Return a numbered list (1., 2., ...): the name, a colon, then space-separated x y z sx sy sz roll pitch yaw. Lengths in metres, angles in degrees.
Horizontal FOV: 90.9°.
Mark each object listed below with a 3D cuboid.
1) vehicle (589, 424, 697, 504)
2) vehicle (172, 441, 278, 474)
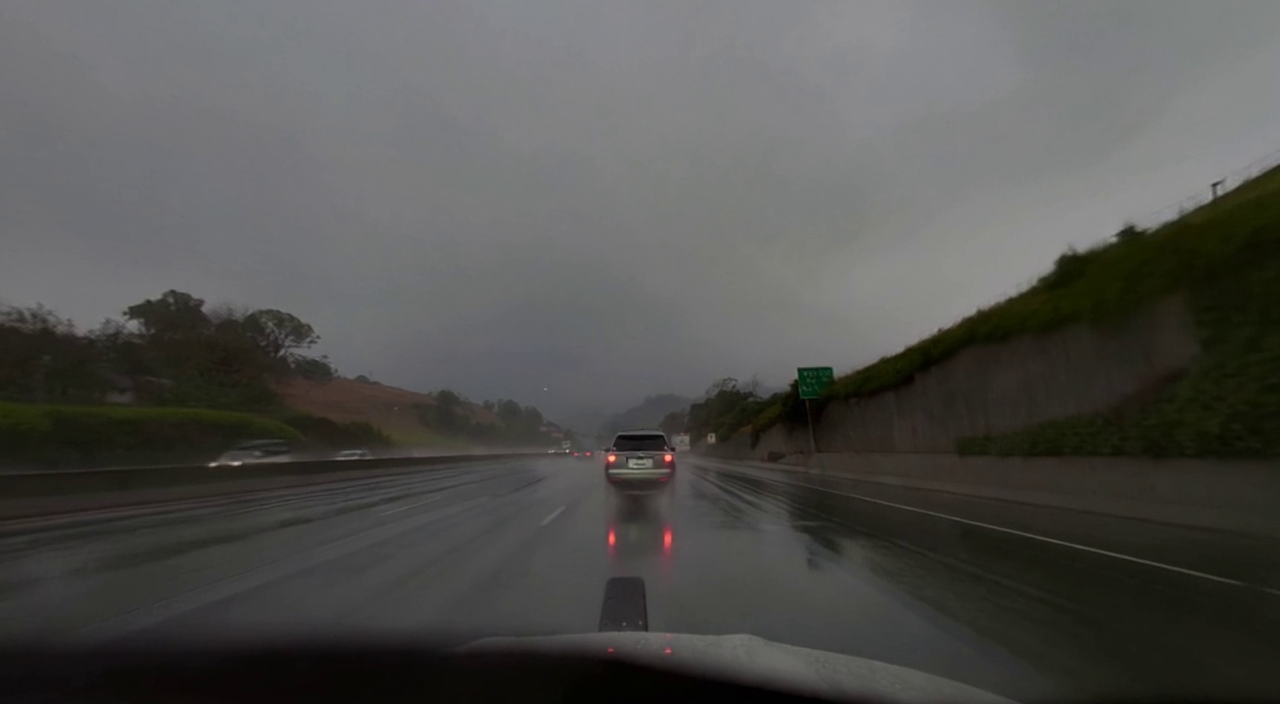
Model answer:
1. vehicle: 0.092 2.892 16.597 2.447 1.804 4.273 0 -9 1
2. vehicle: -24.509 6.253 37.654 2.257 1.773 5.915 0 -9 1
